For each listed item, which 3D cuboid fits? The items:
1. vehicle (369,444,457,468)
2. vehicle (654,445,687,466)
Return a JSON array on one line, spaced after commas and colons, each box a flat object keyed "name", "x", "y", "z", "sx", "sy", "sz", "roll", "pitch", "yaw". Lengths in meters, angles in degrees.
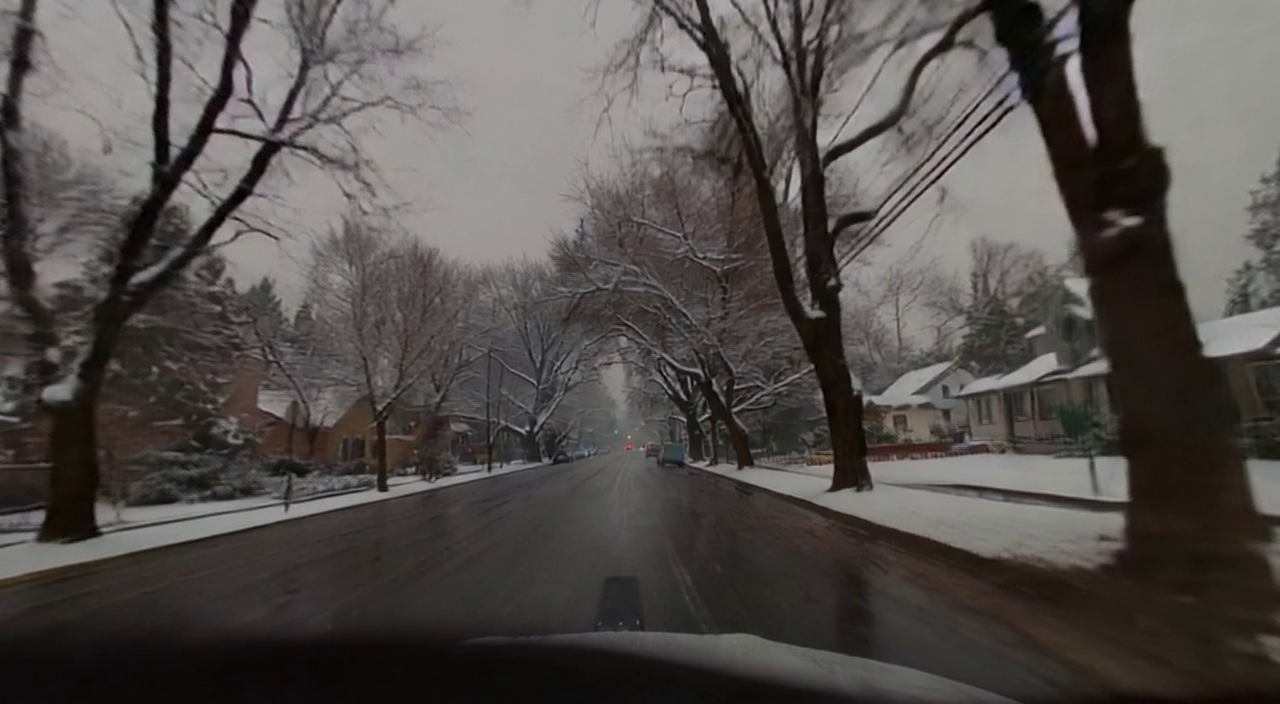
[{"name": "vehicle", "x": -17.315, "y": 7.961, "z": 48.425, "sx": 5.902, "sy": 1.796, "sz": 2.183, "roll": 0, "pitch": -9, "yaw": -2}, {"name": "vehicle", "x": 2.190, "y": 7.591, "z": 46.432, "sx": 2.022, "sy": 1.455, "sz": 4.406, "roll": 0, "pitch": -9, "yaw": -2}]
